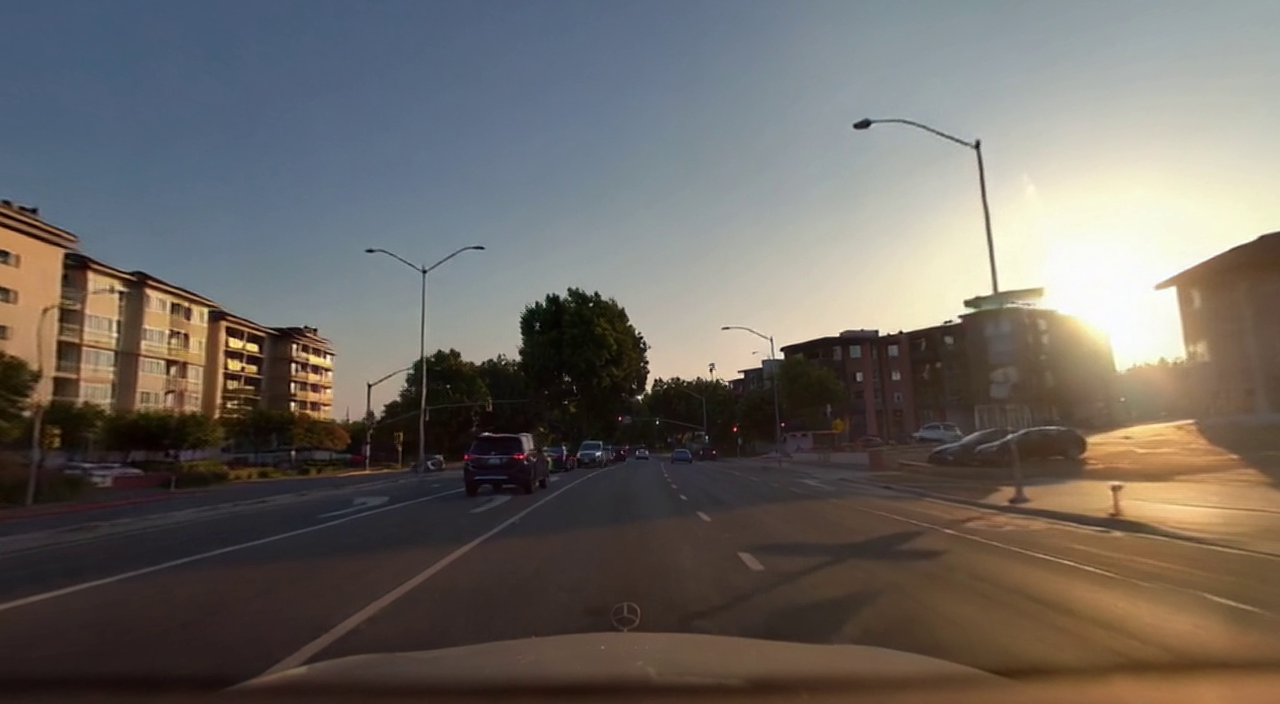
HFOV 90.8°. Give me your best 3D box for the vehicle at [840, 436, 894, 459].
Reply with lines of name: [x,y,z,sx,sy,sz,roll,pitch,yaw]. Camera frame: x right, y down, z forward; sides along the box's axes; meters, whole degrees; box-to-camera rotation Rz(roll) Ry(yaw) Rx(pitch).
vehicle: [14.842,6.266,41.533,1.865,1.425,4.439,0,-9,0]

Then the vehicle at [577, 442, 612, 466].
vehicle: [-3.392,7.713,47.782,2.180,1.699,4.485,-1,-9,1]

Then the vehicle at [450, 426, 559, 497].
vehicle: [-3.954,3.313,19.443,2.220,1.888,4.904,0,-9,0]

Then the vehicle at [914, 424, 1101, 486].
vehicle: [11.038,3.166,19.409,4.399,1.722,2.202,-3,-9,14]

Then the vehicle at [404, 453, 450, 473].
vehicle: [-15.845,8.275,47.259,1.835,1.448,4.208,-1,-9,2]
